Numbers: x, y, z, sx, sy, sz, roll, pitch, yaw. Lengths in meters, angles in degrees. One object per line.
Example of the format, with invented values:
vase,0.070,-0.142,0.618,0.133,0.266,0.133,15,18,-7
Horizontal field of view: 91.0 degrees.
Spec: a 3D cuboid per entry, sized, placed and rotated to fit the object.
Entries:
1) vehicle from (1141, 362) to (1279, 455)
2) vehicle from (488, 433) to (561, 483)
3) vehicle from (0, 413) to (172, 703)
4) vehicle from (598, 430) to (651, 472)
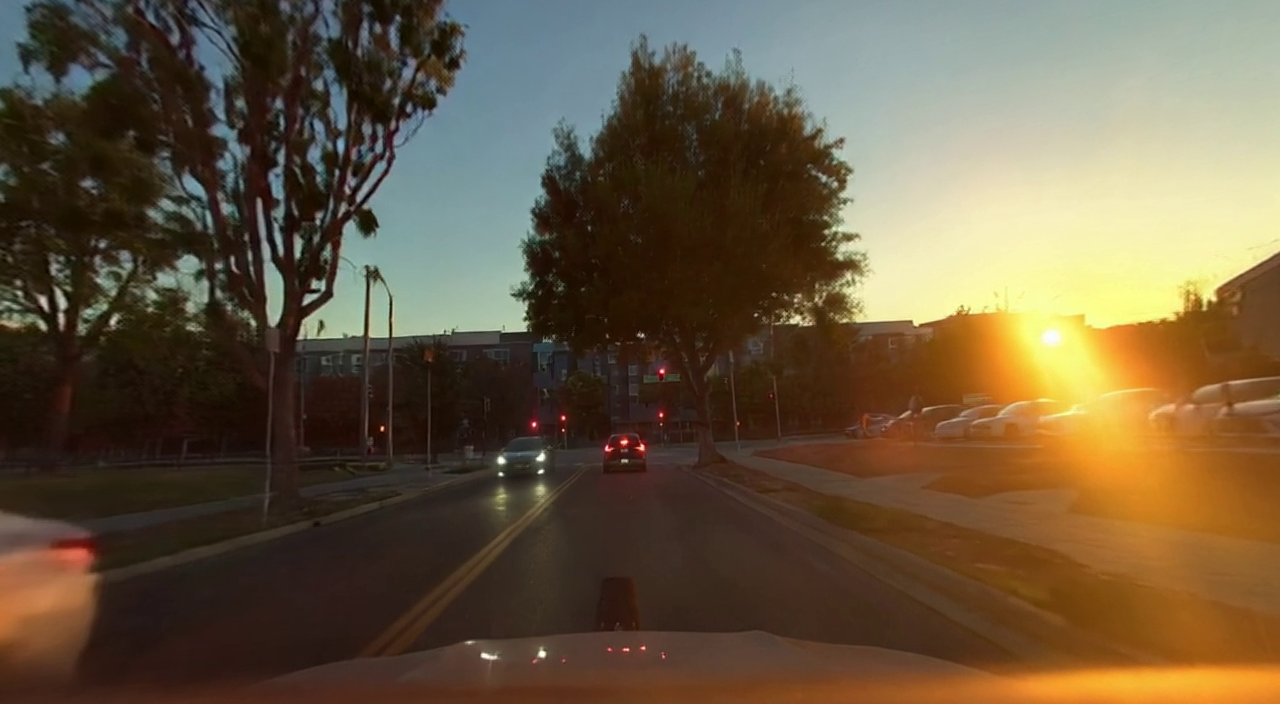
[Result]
vehicle,12.009,0.885,11.131,4.349,1.462,1.982,-5,-7,7
vehicle,-4.093,3.818,23.004,2.057,1.613,4.062,0,-8,-2
vehicle,-3.440,0.869,1.455,1.973,1.512,3.524,0,-8,0
vehicle,-0.636,4.288,27.500,2.142,1.686,3.816,-1,-8,0
